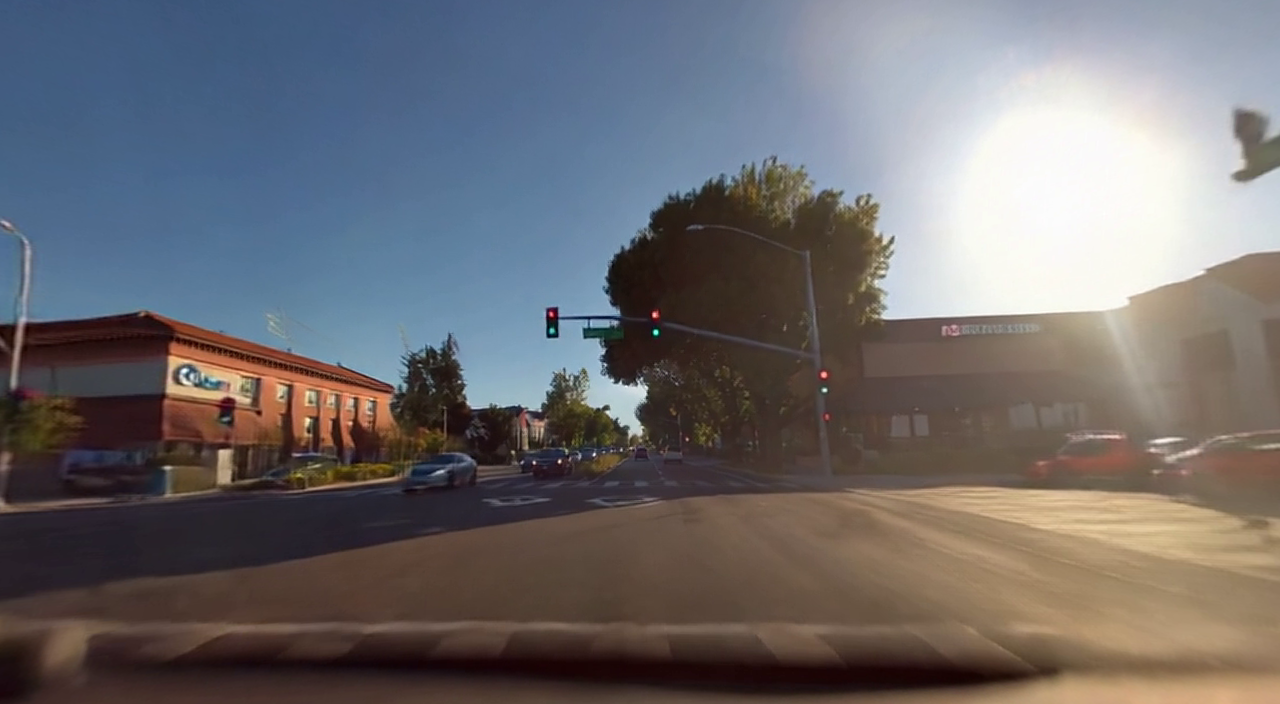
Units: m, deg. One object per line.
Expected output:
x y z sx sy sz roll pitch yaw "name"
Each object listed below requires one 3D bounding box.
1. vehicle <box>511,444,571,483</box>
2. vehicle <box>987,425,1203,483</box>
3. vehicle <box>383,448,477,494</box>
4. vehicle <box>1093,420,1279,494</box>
-4.696 5.304 30.384 2.070 1.481 4.266 -5 -7 0 "vehicle"
13.224 2.995 18.592 4.668 1.568 2.111 0 -8 2 "vehicle"
-7.598 4.323 23.287 1.974 1.521 4.197 0 -9 0 "vehicle"
14.196 2.509 15.429 4.634 1.449 1.936 -3 -7 0 "vehicle"
